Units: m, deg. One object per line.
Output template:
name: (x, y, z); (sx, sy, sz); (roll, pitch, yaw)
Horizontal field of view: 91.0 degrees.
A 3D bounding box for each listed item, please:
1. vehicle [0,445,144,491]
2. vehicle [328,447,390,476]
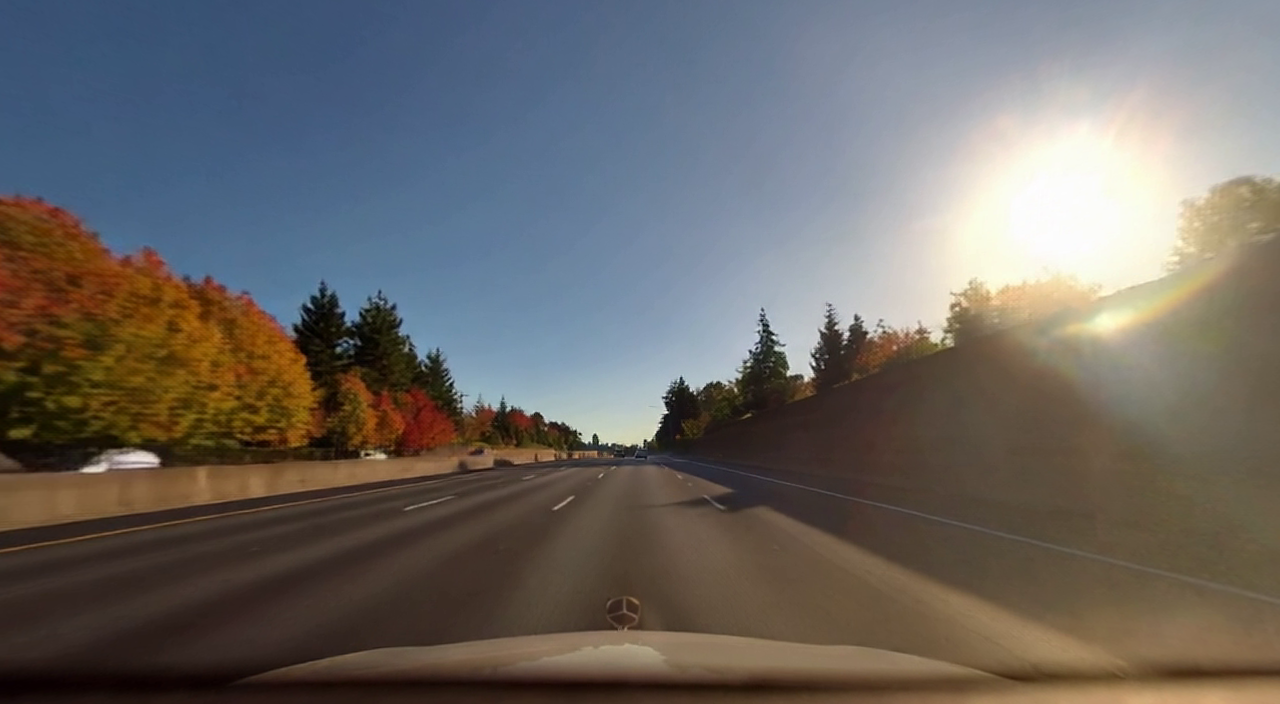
vehicle: (-21.269, 4.283, 23.662); (1.917, 1.538, 3.992); (0, -8, 0)
vehicle: (-14.378, 5.606, 32.388); (1.520, 1.405, 3.431); (0, -9, 1)
